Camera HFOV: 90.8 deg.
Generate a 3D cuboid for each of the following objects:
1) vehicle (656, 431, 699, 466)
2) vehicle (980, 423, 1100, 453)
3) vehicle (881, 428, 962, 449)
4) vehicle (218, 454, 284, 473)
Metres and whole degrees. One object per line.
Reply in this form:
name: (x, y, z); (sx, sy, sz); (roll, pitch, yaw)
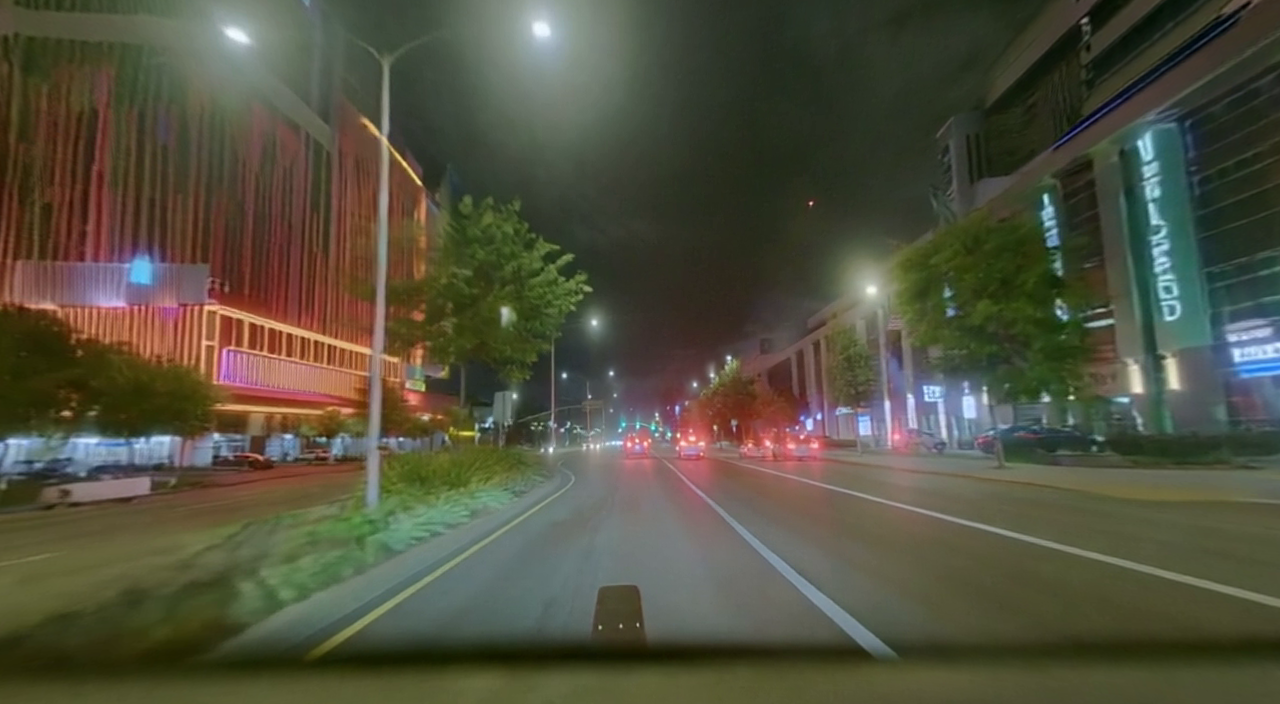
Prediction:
vehicle: (1.978, 5.078, 33.343); (2.100, 1.683, 4.231); (-1, -8, 3)
vehicle: (19.989, 4.321, 31.730); (4.619, 1.447, 2.054); (0, -9, 0)
vehicle: (20.293, 6.274, 45.633); (4.813, 1.483, 2.129); (0, -8, 0)
vehicle: (-30.250, 8.684, 49.203); (4.040, 1.389, 1.664); (0, -8, 0)
